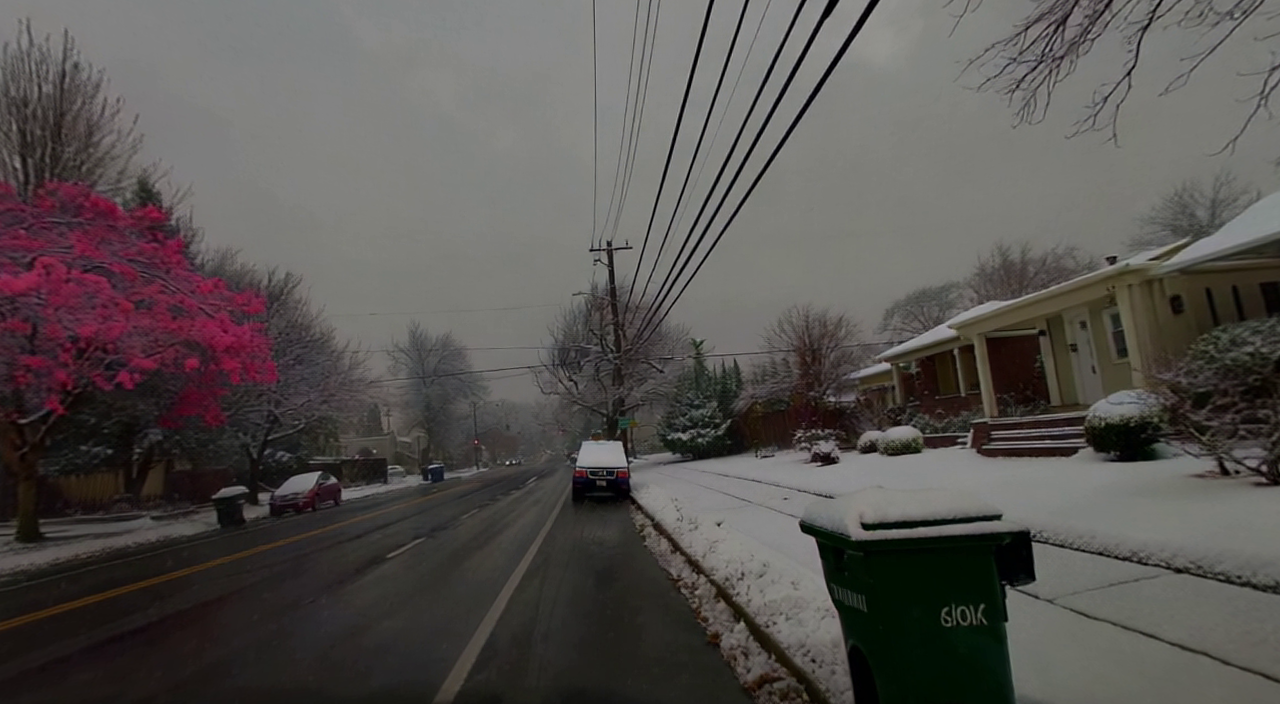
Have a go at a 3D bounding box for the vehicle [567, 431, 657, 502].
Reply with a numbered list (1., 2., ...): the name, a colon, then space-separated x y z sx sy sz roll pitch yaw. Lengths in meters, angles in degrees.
1. vehicle: -0.828 3.076 17.388 2.190 1.708 4.115 0 -8 -4

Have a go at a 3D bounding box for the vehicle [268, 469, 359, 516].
1. vehicle: -13.775 5.914 26.990 1.982 1.660 4.142 1 -8 -6
